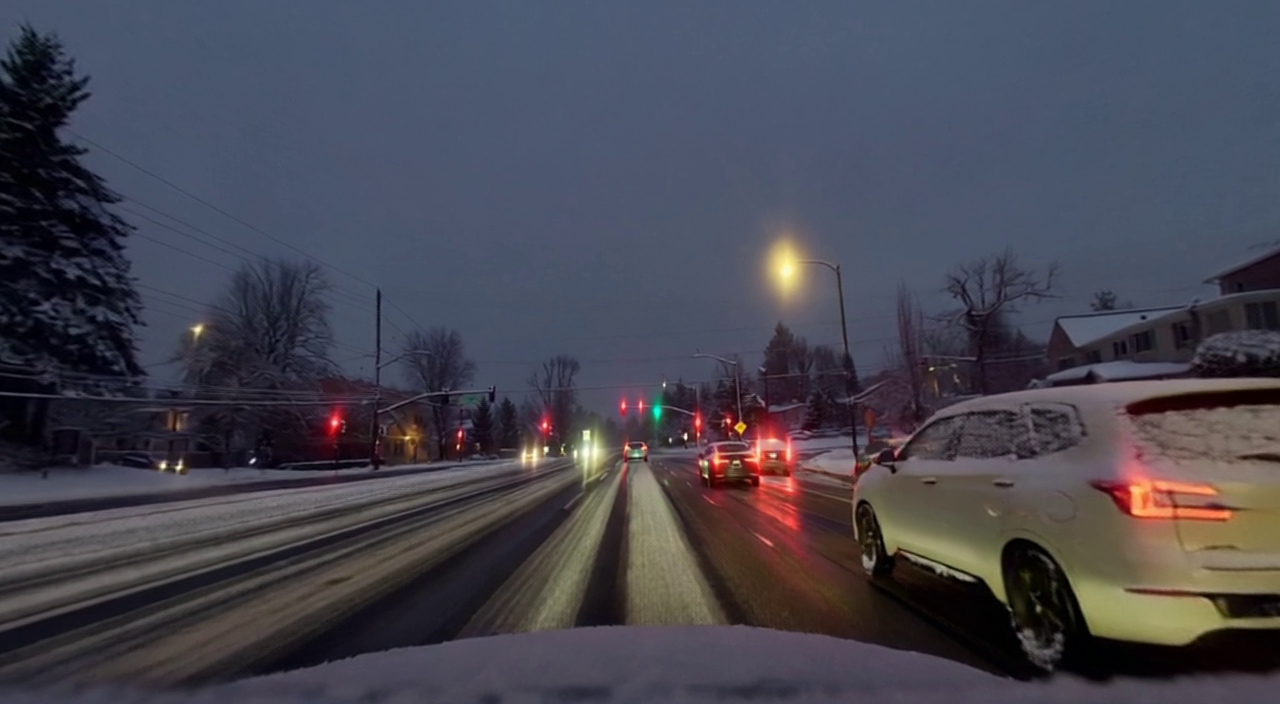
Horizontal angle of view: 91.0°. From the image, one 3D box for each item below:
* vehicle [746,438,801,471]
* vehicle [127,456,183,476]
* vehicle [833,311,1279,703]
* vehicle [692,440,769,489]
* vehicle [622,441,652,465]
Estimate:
[{"bbox_3d":[7.577,5.868,36.258,2.172,1.745,4.608,0,-9,0],"label":"vehicle"},{"bbox_3d":[-38.451,8.989,49.836,4.260,1.501,1.892,-5,-10,30],"label":"vehicle"},{"bbox_3d":[3.155,1.065,4.368,2.129,1.761,4.610,0,-9,0],"label":"vehicle"},{"bbox_3d":[2.933,3.739,21.272,1.889,1.451,4.180,0,-9,-1],"label":"vehicle"},{"bbox_3d":[-0.213,7.488,46.649,2.146,1.685,4.003,0,-9,0],"label":"vehicle"}]
